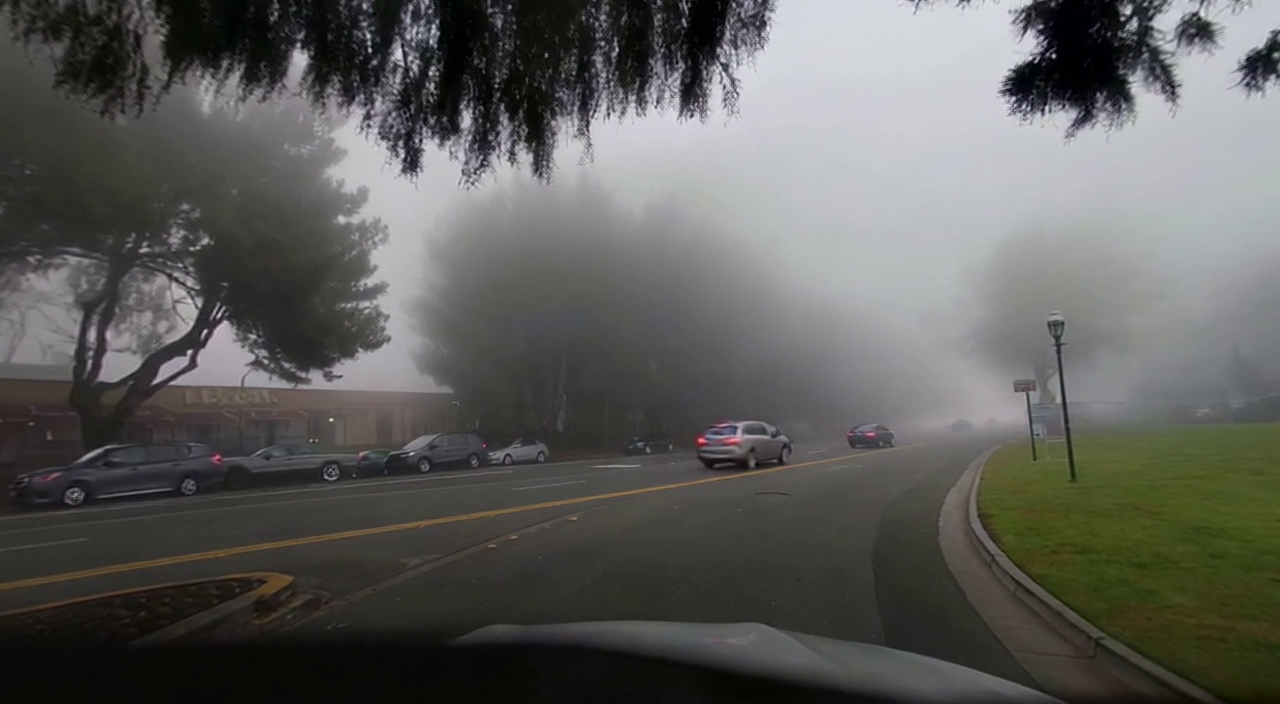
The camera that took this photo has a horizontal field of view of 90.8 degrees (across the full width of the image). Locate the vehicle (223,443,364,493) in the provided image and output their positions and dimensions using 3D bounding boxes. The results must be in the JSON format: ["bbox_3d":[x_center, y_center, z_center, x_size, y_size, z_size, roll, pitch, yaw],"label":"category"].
[{"bbox_3d":[-13.364,4.436,24.629,1.904,1.719,4.326,-5,-9,35],"label":"vehicle"}]

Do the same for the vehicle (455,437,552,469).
[{"bbox_3d":[-8.049,5.979,37.691,2.261,1.733,5.381,-6,-10,39],"label":"vehicle"}]

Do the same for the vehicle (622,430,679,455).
[{"bbox_3d":[0.814,6.458,45.103,1.926,1.691,4.646,-5,-9,33],"label":"vehicle"}]

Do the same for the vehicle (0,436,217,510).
[{"bbox_3d":[-16.577,3.684,19.865,2.294,2.000,4.788,-7,-10,31],"label":"vehicle"}]

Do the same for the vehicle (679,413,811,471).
[{"bbox_3d":[4.027,3.364,23.831,2.517,1.936,4.748,-11,-12,43],"label":"vehicle"}]

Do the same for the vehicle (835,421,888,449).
[{"bbox_3d":[16.379,6.102,46.533,1.954,1.639,5.229,-8,-7,37],"label":"vehicle"}]

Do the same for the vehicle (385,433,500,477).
[{"bbox_3d":[-9.466,4.926,30.704,2.134,1.924,4.911,-6,-9,39],"label":"vehicle"}]
